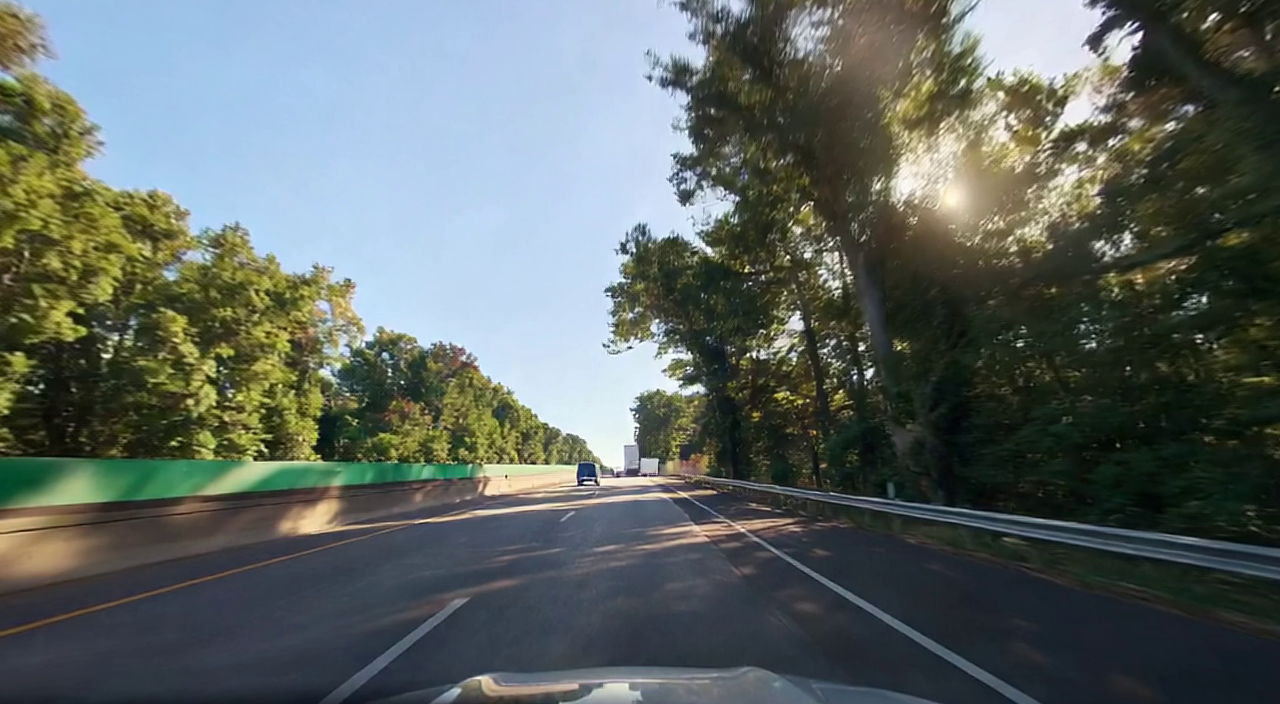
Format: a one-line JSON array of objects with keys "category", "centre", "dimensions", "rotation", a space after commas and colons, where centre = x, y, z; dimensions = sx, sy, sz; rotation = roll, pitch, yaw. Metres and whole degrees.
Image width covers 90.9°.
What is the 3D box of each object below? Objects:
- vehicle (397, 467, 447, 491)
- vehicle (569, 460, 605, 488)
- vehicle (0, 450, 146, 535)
[{"category": "vehicle", "centre": [-14.242, 8.315, 41.385], "dimensions": [1.854, 1.440, 4.311], "rotation": [1, -11, -2]}, {"category": "vehicle", "centre": [-3.628, 8.522, 44.176], "dimensions": [2.132, 1.805, 4.257], "rotation": [1, -11, 0]}, {"category": "vehicle", "centre": [-12.106, 2.635, 12.044], "dimensions": [1.811, 1.466, 4.240], "rotation": [1, -11, 0]}]
